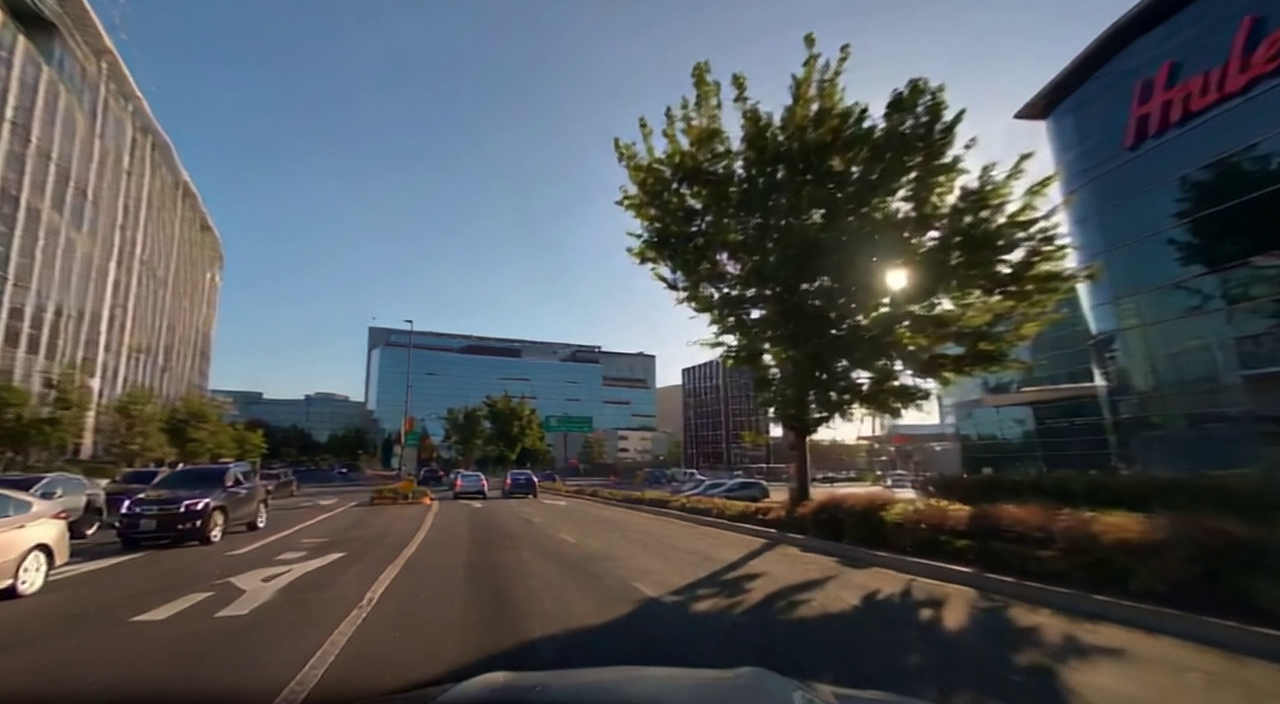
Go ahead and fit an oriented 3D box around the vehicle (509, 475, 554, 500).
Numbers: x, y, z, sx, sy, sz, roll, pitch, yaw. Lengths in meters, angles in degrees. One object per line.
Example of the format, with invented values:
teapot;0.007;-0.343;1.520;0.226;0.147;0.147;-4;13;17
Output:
vehicle;-5.662;6.992;32.563;1.775;1.186;2.933;4;-11;-19

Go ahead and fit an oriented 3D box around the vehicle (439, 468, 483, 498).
vehicle;-9.790;7.121;34.243;2.005;1.498;3.643;4;-11;-19

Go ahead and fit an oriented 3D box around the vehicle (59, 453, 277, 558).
vehicle;-9.252;3.011;12.908;2.011;1.701;4.519;4;-11;-17

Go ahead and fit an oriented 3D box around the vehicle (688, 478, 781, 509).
vehicle;4.758;7.190;31.917;4.302;1.456;1.832;2;-11;-10
